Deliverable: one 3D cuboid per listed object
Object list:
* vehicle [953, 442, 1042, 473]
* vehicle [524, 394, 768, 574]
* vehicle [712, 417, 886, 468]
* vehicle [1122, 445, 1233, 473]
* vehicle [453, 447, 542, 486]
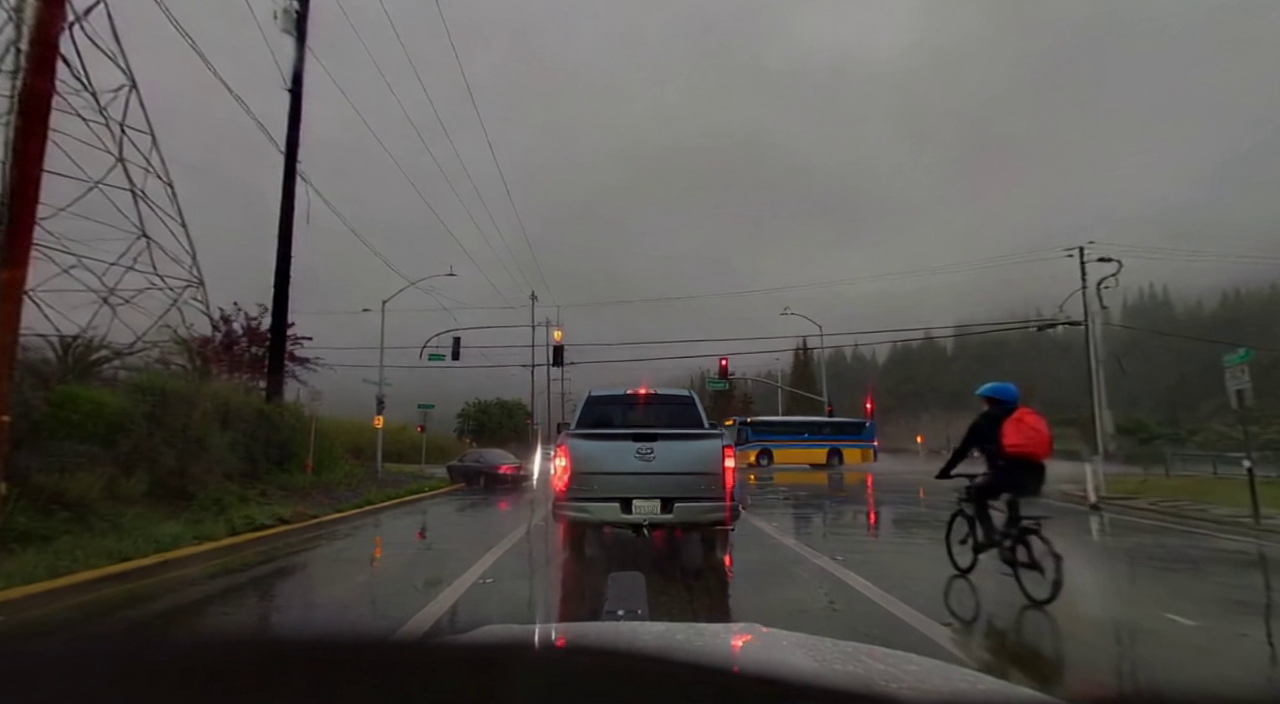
[{"bbox_3d":[25.179,7.426,44.595,5.077,2.008,1.991,2,-9,-3],"label":"vehicle"},{"bbox_3d":[-0.001,1.868,9.864,2.707,1.964,5.485,0,-8,-1],"label":"vehicle"},{"bbox_3d":[10.364,6.049,42.129,10.726,3.128,3.003,-1,-8,0],"label":"vehicle"},{"bbox_3d":[34.966,6.964,41.186,5.426,1.728,1.999,0,-8,-2],"label":"vehicle"},{"bbox_3d":[-6.257,5.073,28.305,1.935,1.490,4.578,-4,-8,16],"label":"vehicle"}]
